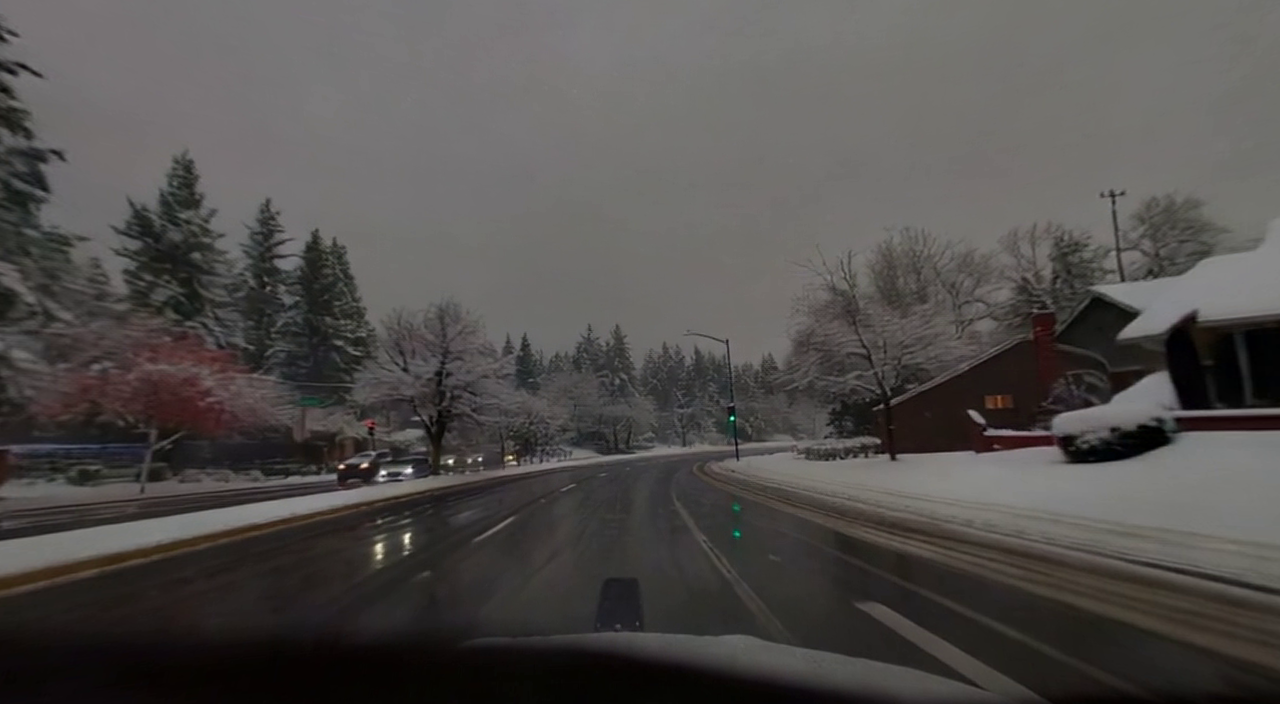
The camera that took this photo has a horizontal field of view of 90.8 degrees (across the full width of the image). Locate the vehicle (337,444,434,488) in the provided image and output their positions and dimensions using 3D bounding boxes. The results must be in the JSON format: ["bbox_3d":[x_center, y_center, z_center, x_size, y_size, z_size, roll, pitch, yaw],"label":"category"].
[{"bbox_3d":[-11.744,5.262,29.548,2.113,1.788,4.701,-4,-9,8],"label":"vehicle"}]
